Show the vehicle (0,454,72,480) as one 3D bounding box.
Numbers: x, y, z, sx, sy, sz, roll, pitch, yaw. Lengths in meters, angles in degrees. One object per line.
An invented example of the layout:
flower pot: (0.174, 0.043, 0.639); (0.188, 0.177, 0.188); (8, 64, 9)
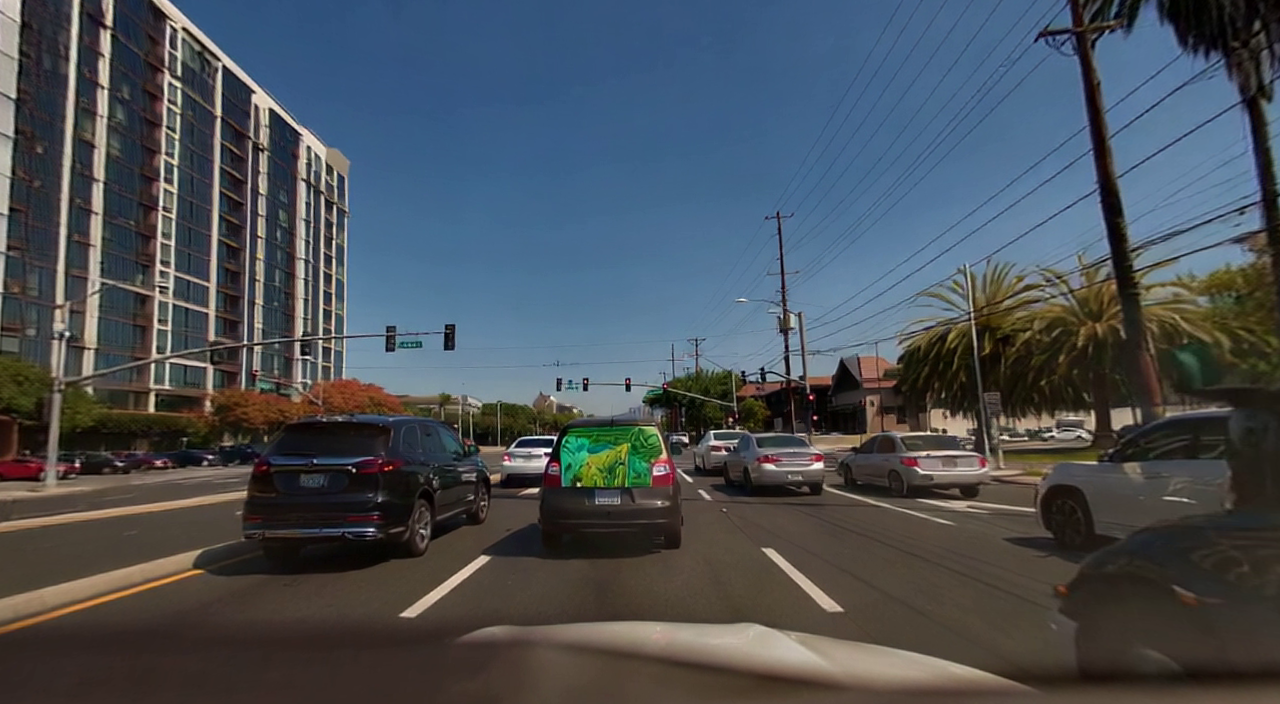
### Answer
vehicle: (-42.476, 7.876, 43.260); (4.867, 1.689, 1.971); (1, -9, -8)

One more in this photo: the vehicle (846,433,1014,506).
vehicle: (6.537, 2.680, 14.863); (1.764, 1.451, 4.300); (0, -8, -2)

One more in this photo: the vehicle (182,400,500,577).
vehicle: (-3.526, 1.707, 8.674); (2.136, 1.779, 4.417); (0, -8, 1)

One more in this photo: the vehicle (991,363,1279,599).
vehicle: (6.474, 1.333, 6.930); (2.130, 1.979, 5.310); (0, -8, -1)

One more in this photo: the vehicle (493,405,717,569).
vehicle: (-0.407, 1.707, 8.723); (2.302, 1.681, 4.217); (0, -8, -1)

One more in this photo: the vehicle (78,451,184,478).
vehicle: (-35.695, 7.877, 44.461); (5.422, 1.765, 1.937); (1, -9, -8)

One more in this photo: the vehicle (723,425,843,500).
vehicle: (3.339, 2.679, 15.640); (1.975, 1.598, 4.025); (0, -8, -1)
